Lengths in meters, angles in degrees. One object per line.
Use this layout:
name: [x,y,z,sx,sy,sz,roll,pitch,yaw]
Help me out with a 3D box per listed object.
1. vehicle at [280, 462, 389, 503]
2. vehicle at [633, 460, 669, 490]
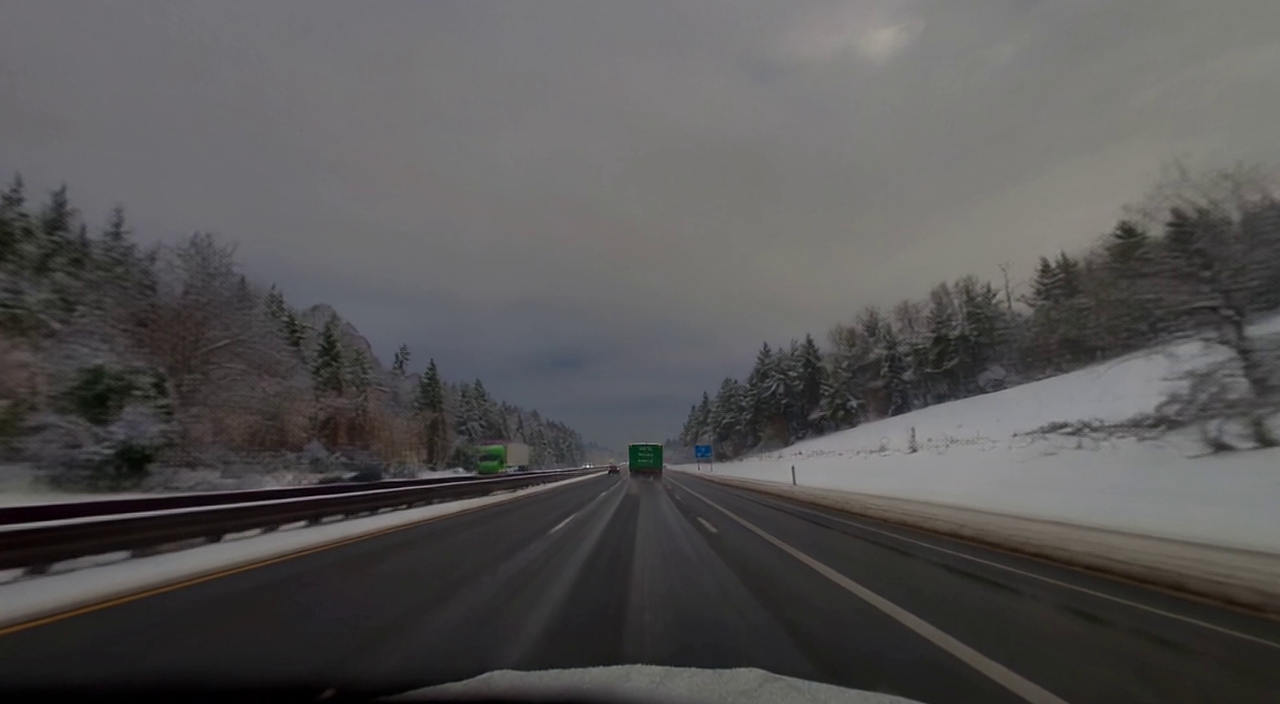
vehicle: [-12.292,5.291,25.809,1.883,1.486,4.813,0,-10,2]
vehicle: [0.629,7.325,37.653,2.048,1.663,4.377,1,-10,0]
